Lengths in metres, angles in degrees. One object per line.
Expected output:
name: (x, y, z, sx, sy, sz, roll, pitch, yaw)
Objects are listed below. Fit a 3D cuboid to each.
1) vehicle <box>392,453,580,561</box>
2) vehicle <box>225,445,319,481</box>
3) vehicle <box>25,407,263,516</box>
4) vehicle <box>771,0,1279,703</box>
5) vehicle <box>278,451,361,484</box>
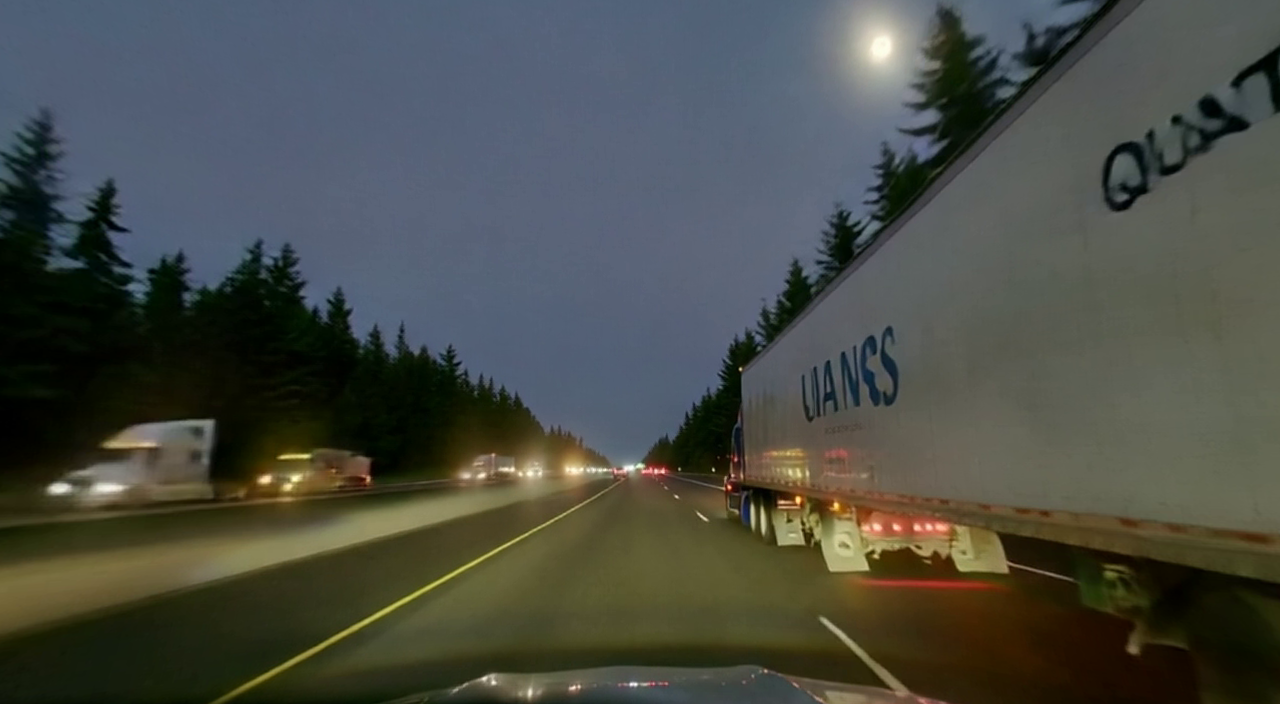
vehicle: (-2.238, 2.413, 10.301, 2.032, 1.407, 3.641, 0, -11, 2)
vehicle: (-20.297, 6.201, 35.082, 2.073, 1.808, 5.075, 0, -10, 1)
vehicle: (-20.478, 4.733, 27.106, 2.987, 3.849, 8.645, 1, -10, 0)
vehicle: (3.748, 0.363, 5.312, 2.871, 4.032, 10.642, 1, -10, -1)
vehicle: (-20.273, 7.369, 40.162, 2.562, 1.865, 5.117, 0, -10, 0)
